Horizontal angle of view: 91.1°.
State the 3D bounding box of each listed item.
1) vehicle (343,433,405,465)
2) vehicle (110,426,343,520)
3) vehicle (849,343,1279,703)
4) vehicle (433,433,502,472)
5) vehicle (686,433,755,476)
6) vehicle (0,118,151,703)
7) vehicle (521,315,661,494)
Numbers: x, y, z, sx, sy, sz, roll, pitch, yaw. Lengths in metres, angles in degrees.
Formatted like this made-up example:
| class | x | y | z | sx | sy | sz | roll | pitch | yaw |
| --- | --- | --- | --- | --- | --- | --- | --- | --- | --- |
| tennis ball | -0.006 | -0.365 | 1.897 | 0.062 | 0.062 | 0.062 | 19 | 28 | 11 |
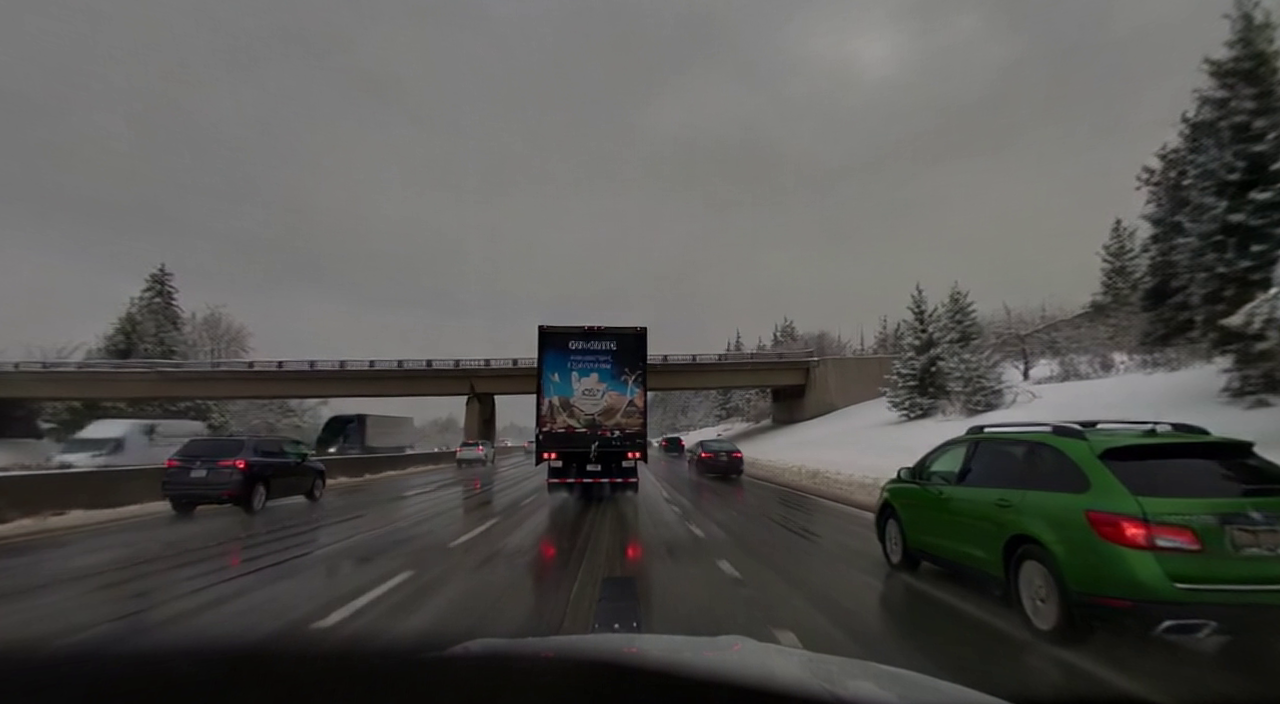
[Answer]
| class | x | y | z | sx | sy | sz | roll | pitch | yaw |
| --- | --- | --- | --- | --- | --- | --- | --- | --- | --- |
| vehicle | -20.396 | 7.466 | 48.564 | 2.264 | 2.303 | 5.765 | 0 | -8 | -1 |
| vehicle | -8.391 | 2.450 | 13.411 | 2.048 | 1.652 | 4.421 | 0 | -8 | -2 |
| vehicle | 3.511 | 1.079 | 4.850 | 2.118 | 1.647 | 4.400 | 0 | -8 | -2 |
| vehicle | -8.138 | 4.776 | 30.130 | 2.057 | 1.698 | 4.550 | 0 | -8 | 0 |
| vehicle | 3.087 | 4.036 | 25.099 | 2.003 | 1.519 | 4.580 | 0 | -8 | -2 |
| vehicle | -3.836 | 0.092 | 0.348 | 2.660 | 2.637 | 5.634 | 0 | -8 | -2 |
| vehicle | -1.391 | 1.749 | 18.316 | 2.911 | 3.787 | 9.905 | 0 | -8 | -4 |
